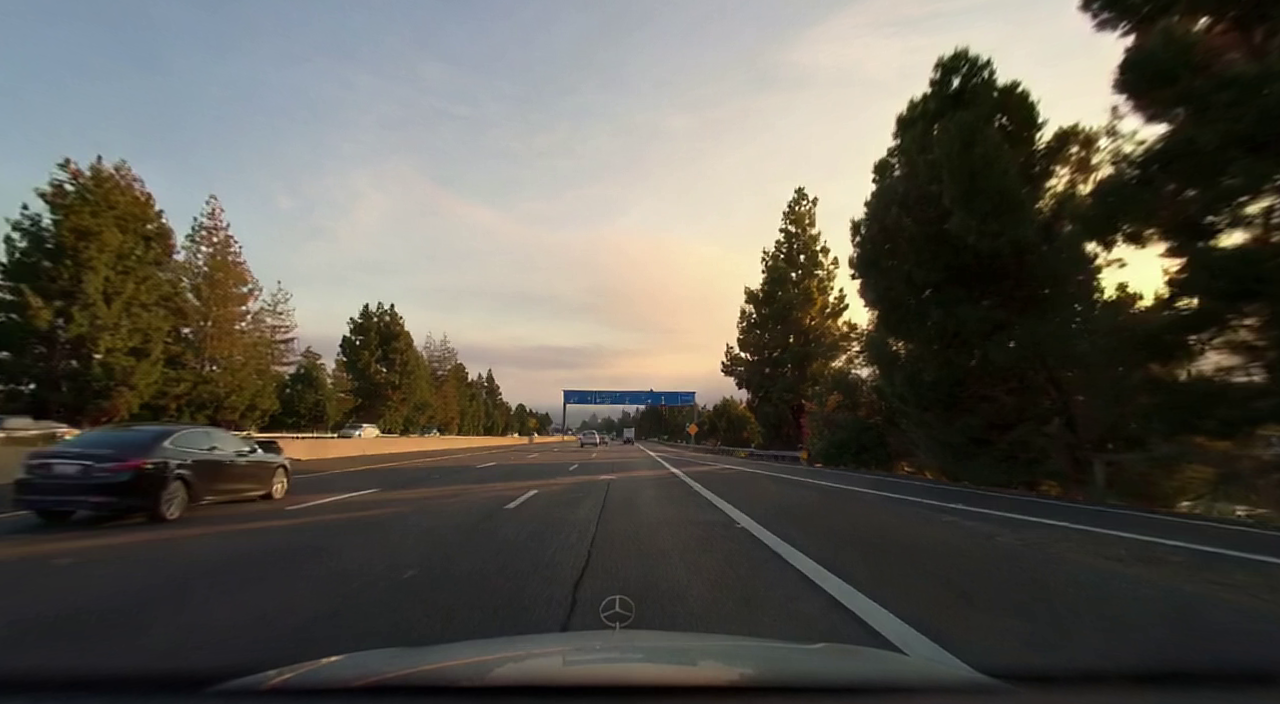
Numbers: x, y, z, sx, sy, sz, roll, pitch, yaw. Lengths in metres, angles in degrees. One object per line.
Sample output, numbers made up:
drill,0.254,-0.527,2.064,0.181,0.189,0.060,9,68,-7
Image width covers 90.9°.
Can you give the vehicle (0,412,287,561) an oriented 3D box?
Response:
vehicle,-7.792,1.775,9.356,2.092,1.574,5.251,0,-7,-1
